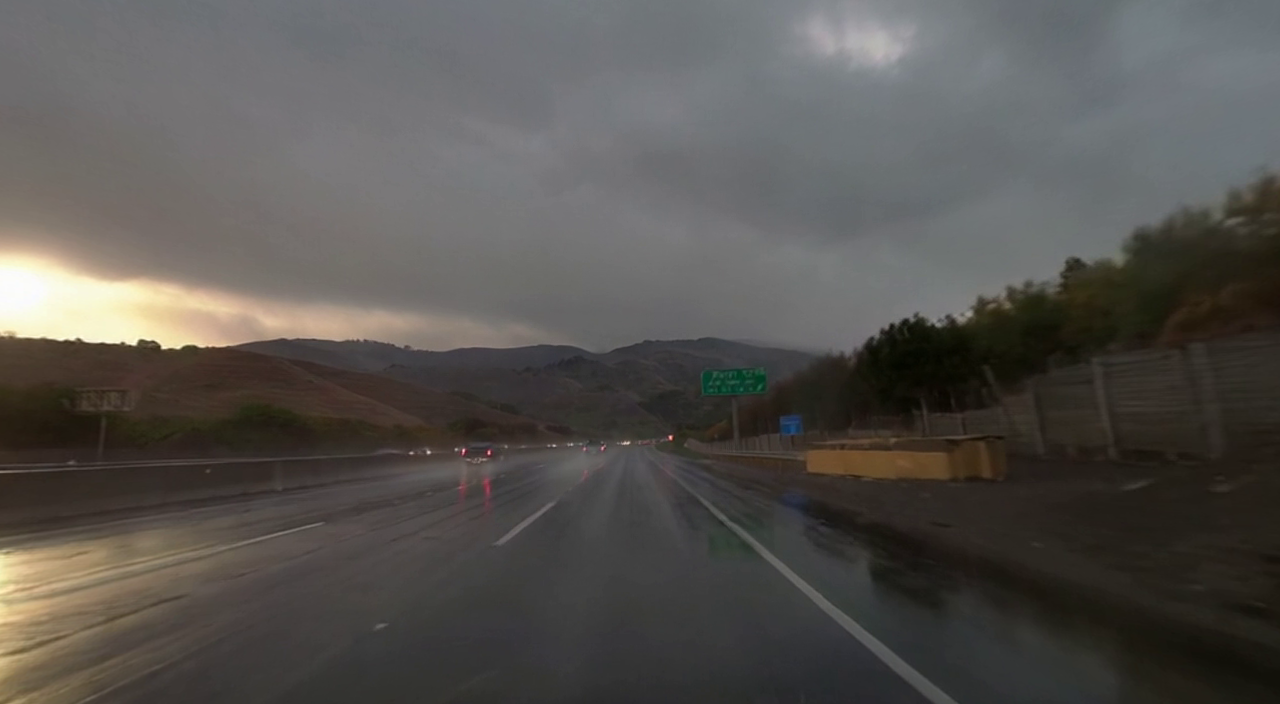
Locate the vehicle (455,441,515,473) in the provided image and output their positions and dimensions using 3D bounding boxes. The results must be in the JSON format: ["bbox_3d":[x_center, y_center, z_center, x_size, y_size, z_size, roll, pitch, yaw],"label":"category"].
[{"bbox_3d":[-7.802,5.323,32.286,1.930,1.508,4.567,0,-8,0],"label":"vehicle"}]

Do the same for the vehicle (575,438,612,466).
[{"bbox_3d":[-2.975,6.589,41.724,2.029,1.753,4.718,0,-8,1],"label":"vehicle"}]
